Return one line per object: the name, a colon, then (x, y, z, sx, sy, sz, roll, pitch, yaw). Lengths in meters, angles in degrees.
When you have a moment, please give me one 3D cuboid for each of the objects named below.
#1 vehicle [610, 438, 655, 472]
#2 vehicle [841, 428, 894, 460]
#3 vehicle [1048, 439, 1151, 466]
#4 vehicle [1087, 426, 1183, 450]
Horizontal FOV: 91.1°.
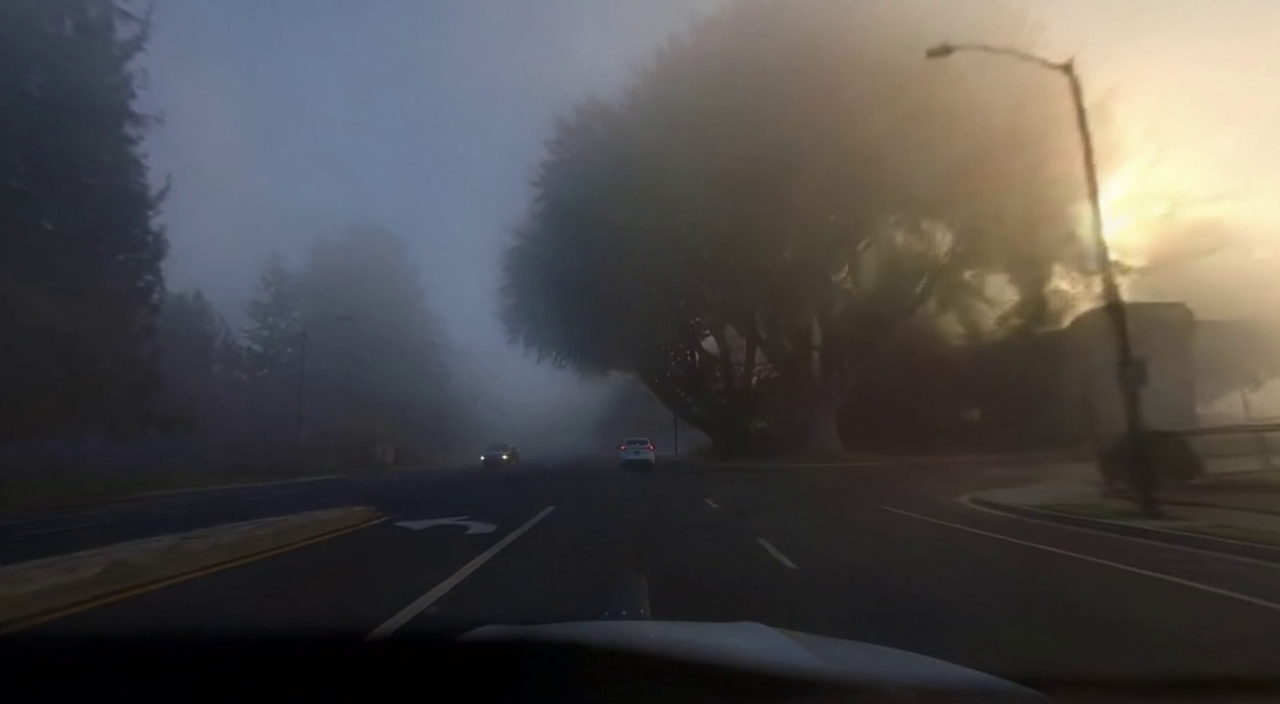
vehicle: (-0.500, 5.848, 35.933, 2.165, 1.783, 4.391, 1, -8, -6)
vehicle: (14.950, 6.009, 41.024, 2.666, 1.892, 5.391, -4, -9, 25)
vehicle: (24.752, 5.393, 33.844, 4.466, 1.414, 1.977, 2, -9, -15)
vehicle: (35.630, 6.232, 45.315, 1.847, 1.578, 4.998, 6, -10, -36)
